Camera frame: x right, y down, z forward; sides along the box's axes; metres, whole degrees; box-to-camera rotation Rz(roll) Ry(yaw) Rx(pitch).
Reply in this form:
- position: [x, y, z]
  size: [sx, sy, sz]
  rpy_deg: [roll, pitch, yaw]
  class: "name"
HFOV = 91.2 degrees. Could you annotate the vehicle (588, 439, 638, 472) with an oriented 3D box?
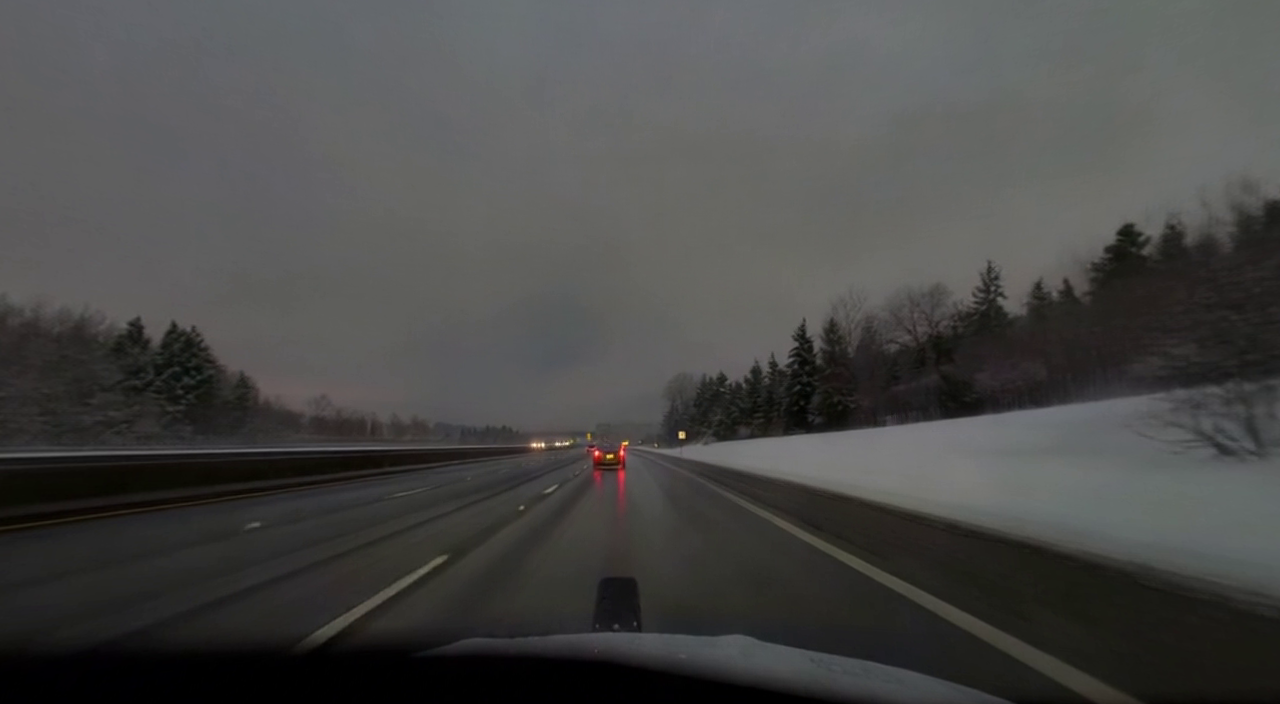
- position: [-1.273, 5.108, 31.080]
  size: [2.055, 1.509, 4.255]
  rpy_deg: [-1, -9, 3]
  class: "vehicle"
